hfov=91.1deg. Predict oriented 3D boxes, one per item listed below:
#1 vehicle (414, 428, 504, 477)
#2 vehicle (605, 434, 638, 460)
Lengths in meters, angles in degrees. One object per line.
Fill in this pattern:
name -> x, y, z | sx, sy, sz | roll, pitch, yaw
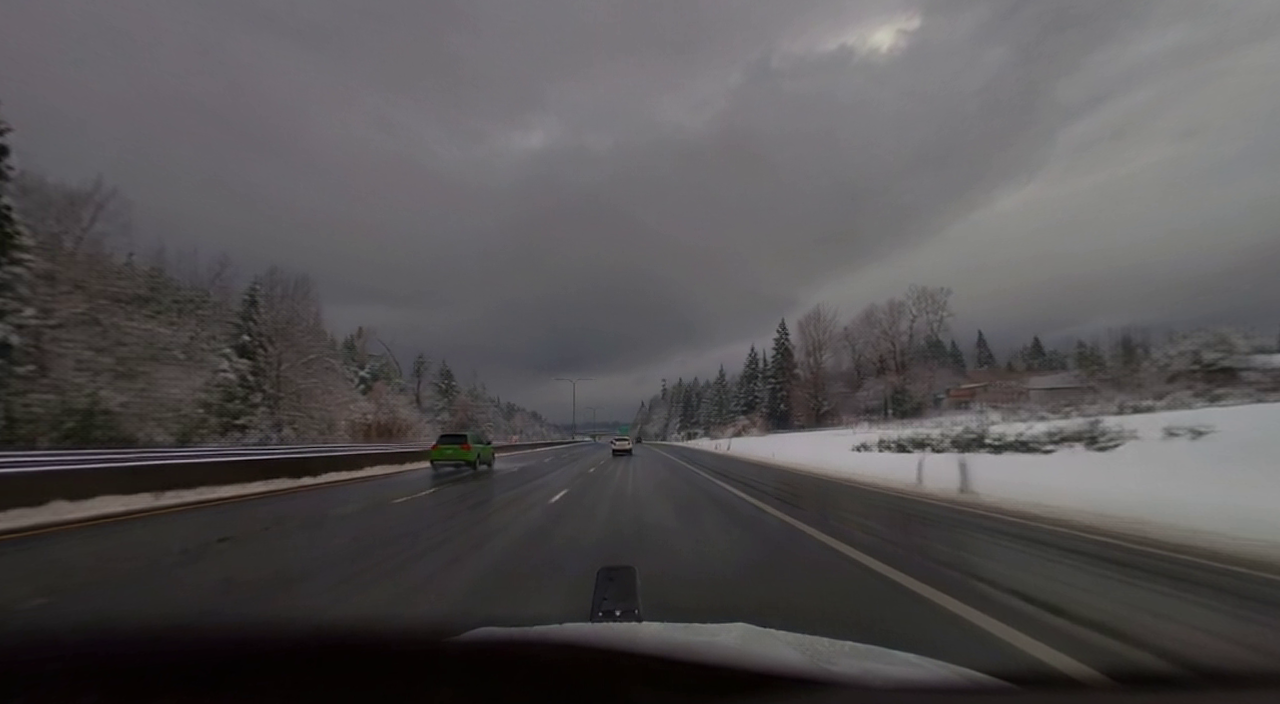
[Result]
vehicle -> -6.818, 3.806, 24.227 | 2.111, 1.689, 4.505 | 0, -8, 0
vehicle -> -1.156, 6.090, 40.588 | 2.010, 1.534, 4.013 | 0, -8, 0
